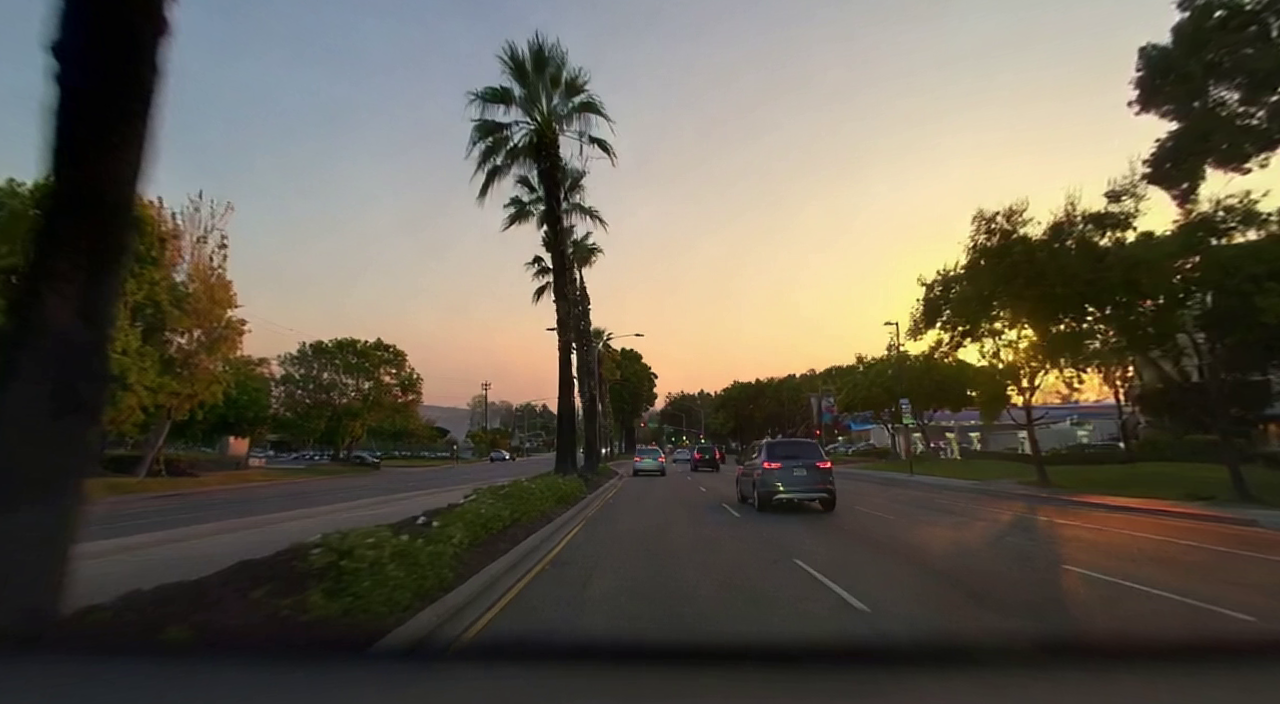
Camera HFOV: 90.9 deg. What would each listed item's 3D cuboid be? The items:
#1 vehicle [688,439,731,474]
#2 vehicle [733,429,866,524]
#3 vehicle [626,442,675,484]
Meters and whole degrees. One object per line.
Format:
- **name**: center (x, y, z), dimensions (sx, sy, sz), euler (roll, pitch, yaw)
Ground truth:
- **vehicle**: center (4.227, 6.431, 39.032), dimensions (2.154, 1.975, 4.634), euler (0, -8, 0)
- **vehicle**: center (3.285, 2.621, 13.818), dimensions (1.872, 1.752, 3.896), euler (0, -8, 0)
- **vehicle**: center (0.444, 4.786, 27.461), dimensions (1.991, 1.664, 3.814), euler (0, -8, 0)
